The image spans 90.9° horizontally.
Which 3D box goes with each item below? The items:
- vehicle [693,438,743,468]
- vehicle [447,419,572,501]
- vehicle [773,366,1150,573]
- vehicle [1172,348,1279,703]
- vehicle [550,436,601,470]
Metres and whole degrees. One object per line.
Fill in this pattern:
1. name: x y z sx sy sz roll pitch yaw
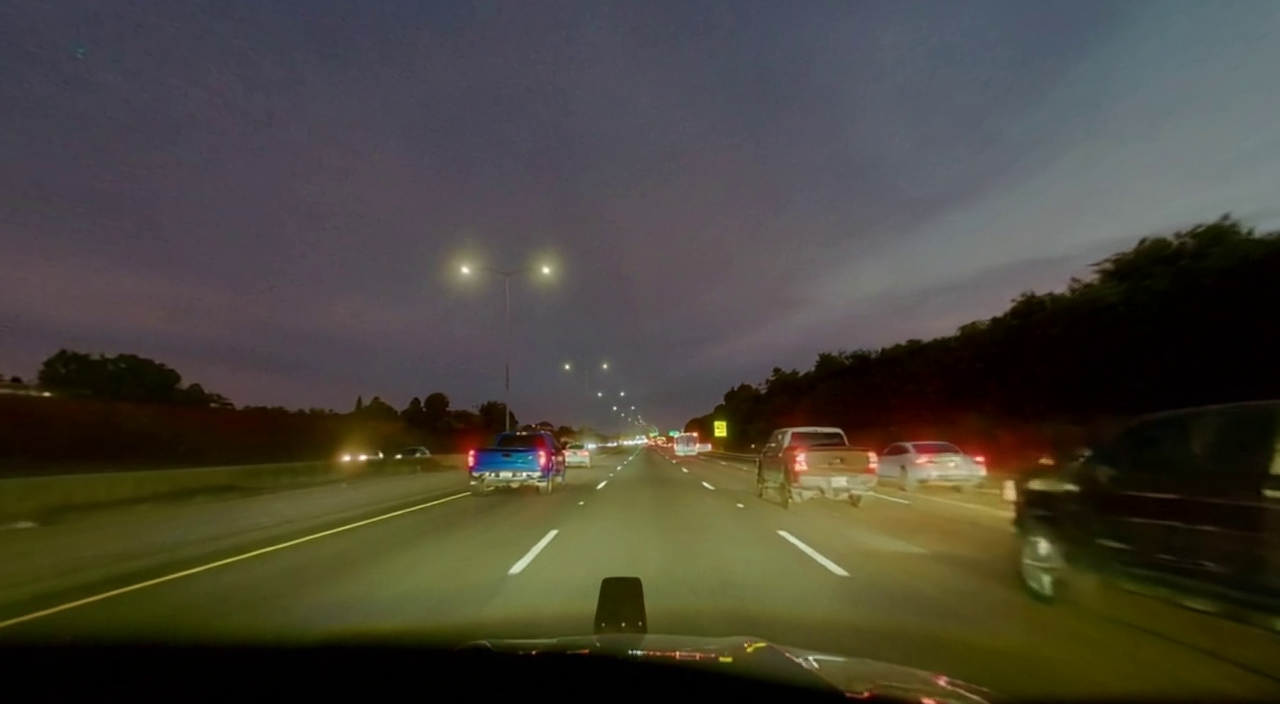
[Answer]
1. vehicle: 3.986 5.232 32.951 1.951 1.454 4.479 0 -8 -1
2. vehicle: -3.122 2.710 16.237 2.139 1.764 4.707 -1 -8 1
3. vehicle: 3.768 1.559 9.128 2.395 2.017 5.709 0 -8 0
4. vehicle: 3.849 0.535 0.830 2.023 1.670 4.869 0 -8 0
5. vehicle: -3.237 5.174 32.574 1.974 1.589 5.047 -1 -8 1
